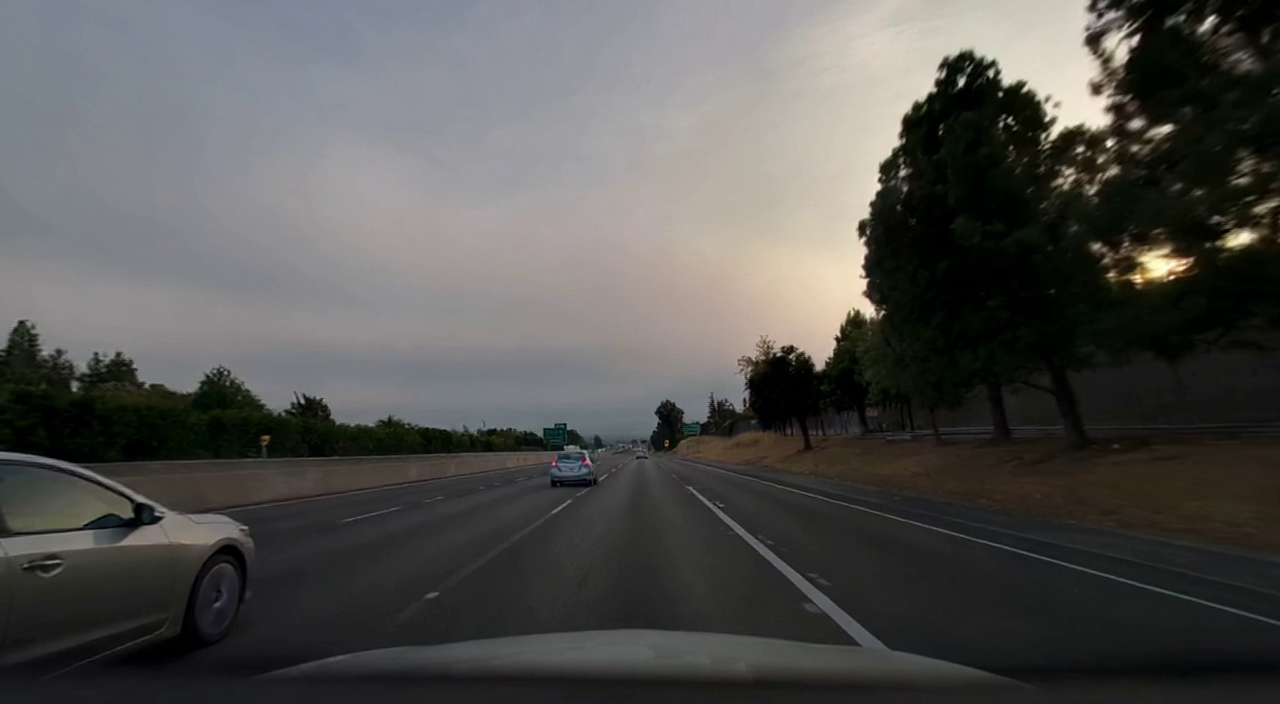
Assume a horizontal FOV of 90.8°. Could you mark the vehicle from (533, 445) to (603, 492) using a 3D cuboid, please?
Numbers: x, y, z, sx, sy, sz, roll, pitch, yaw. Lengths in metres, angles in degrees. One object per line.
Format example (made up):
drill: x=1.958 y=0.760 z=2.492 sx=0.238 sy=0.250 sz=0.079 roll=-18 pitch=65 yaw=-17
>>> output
vehicle: x=-2.474 y=4.132 z=22.698 sx=1.908 sy=1.515 sz=3.871 roll=0 pitch=-9 yaw=2
